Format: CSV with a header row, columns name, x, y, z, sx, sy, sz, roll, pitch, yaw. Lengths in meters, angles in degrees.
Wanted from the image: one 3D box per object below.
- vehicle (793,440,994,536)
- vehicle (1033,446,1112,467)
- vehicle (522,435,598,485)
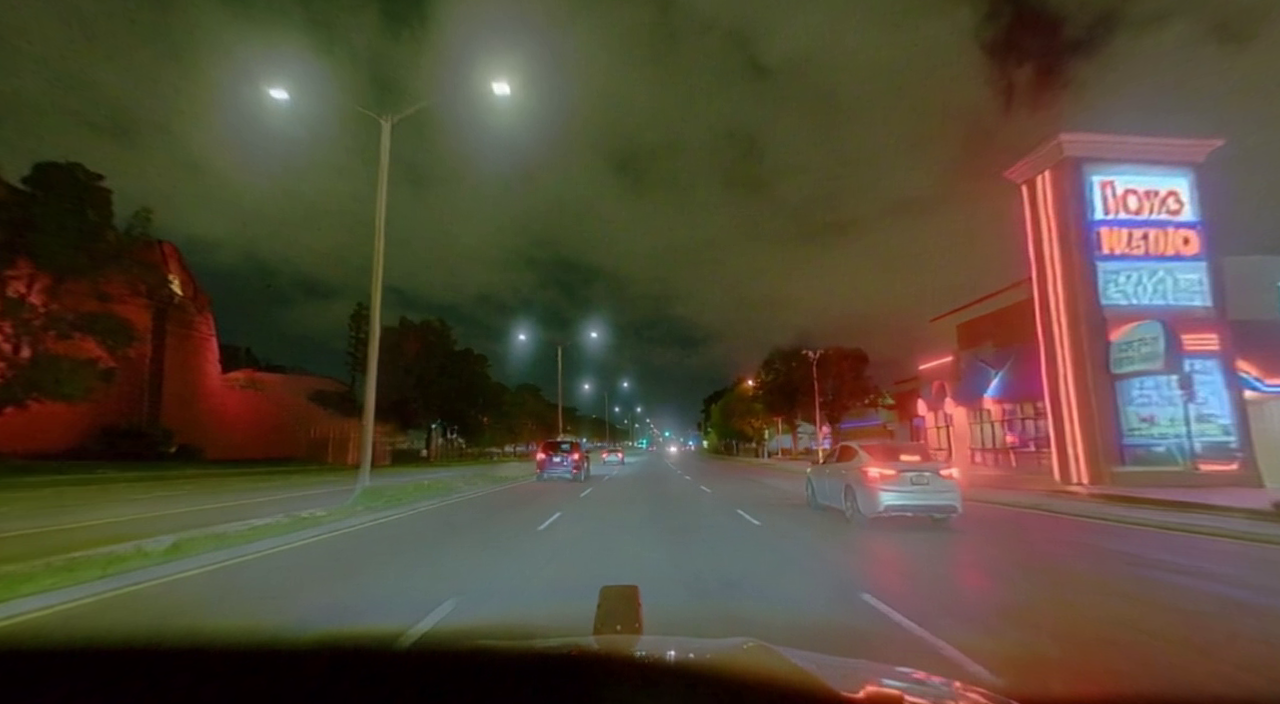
name,x,y,z,sx,sy,sz,roll,pitch,yaw
vehicle,4.500,2.453,12.112,1.960,1.471,4.378,0,-9,-1
vehicle,31.700,7.700,46.395,4.274,1.448,2.050,0,-9,1
vehicle,-3.112,4.346,25.747,2.305,1.833,4.912,0,-9,2
